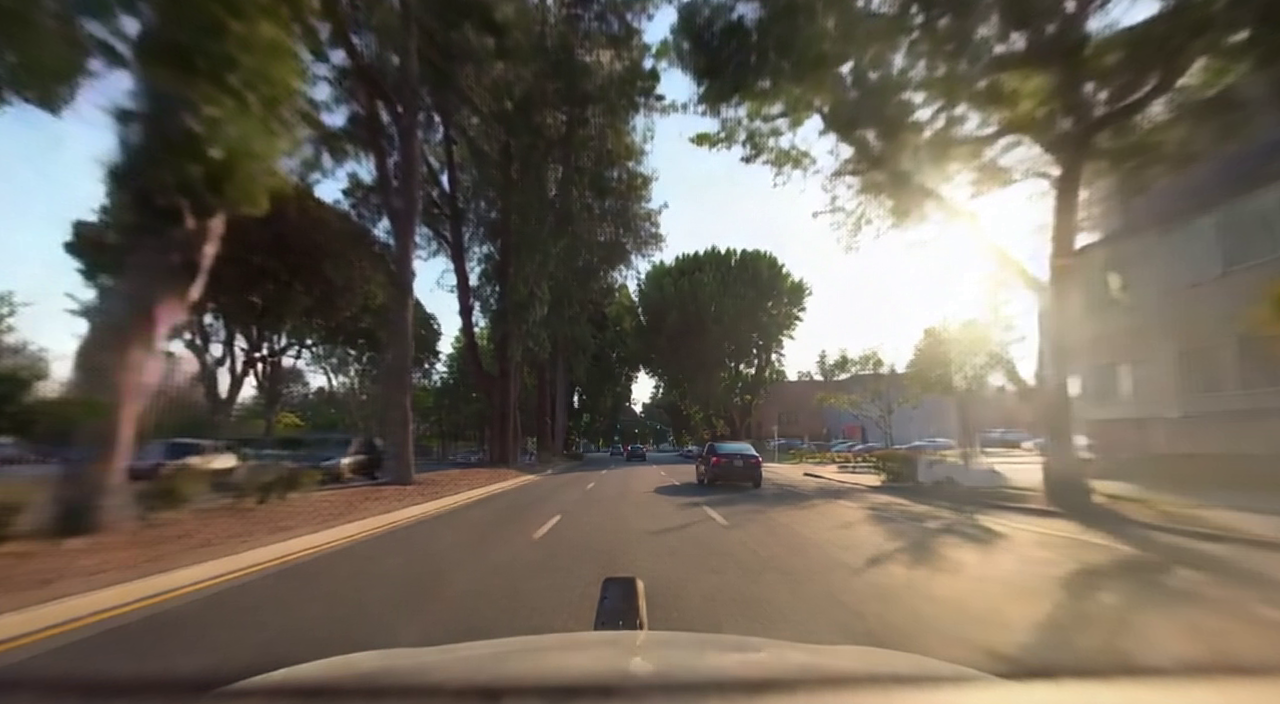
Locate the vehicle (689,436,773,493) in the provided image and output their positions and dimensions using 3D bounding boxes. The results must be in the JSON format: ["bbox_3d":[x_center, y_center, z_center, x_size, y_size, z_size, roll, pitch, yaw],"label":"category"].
[{"bbox_3d":[2.854,3.650,20.747,2.022,1.656,4.025,0,-9,-2],"label":"vehicle"}]

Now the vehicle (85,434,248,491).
[{"bbox_3d":[-17.645,4.151,23.927,2.094,1.894,5.364,0,-9,-1],"label":"vehicle"}]

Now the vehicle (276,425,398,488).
[{"bbox_3d":[-11.044,3.865,23.466,2.074,2.065,4.946,0,-9,-1],"label":"vehicle"}]
